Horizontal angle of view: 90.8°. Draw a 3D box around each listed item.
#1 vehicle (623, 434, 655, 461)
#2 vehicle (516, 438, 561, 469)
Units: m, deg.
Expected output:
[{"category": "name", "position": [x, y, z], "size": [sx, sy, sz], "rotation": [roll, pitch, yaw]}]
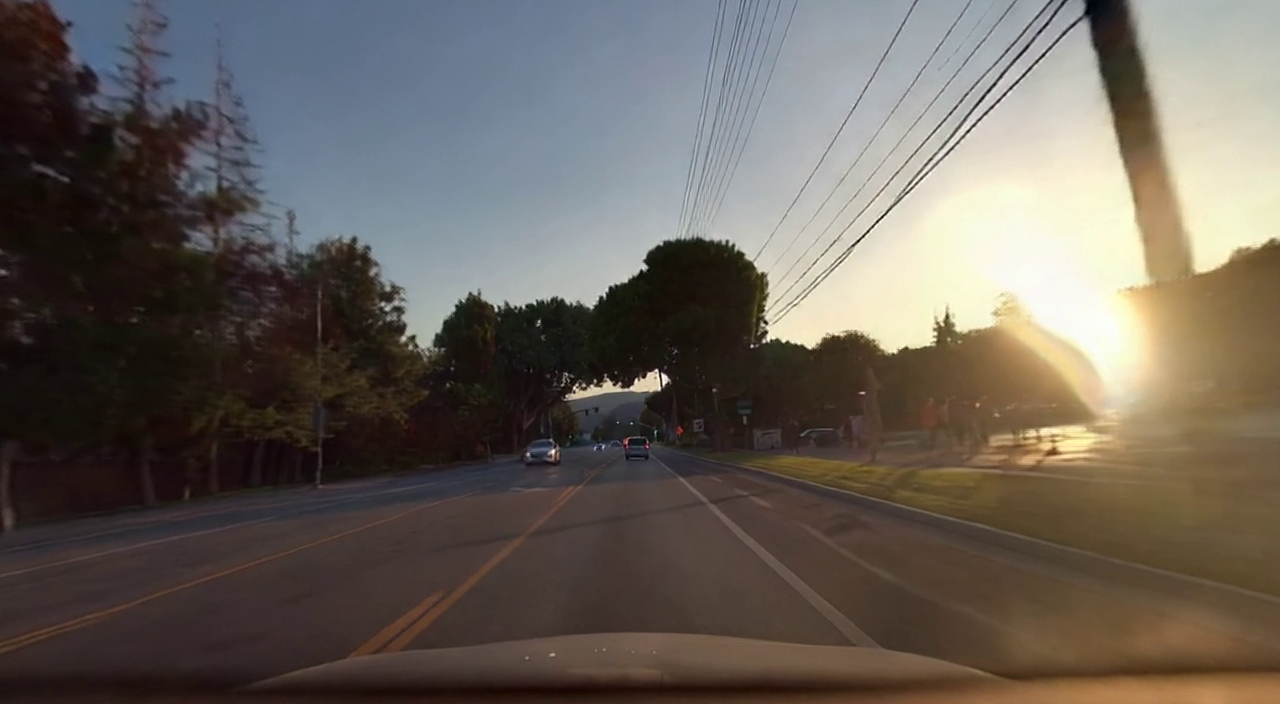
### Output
[{"category": "vehicle", "position": [-0.068, 6.735, 44.653], "size": [2.163, 1.746, 4.073], "rotation": [-1, -8, 0]}, {"category": "vehicle", "position": [-6.058, 6.094, 38.195], "size": [1.960, 1.704, 4.229], "rotation": [-1, -8, 0]}]
